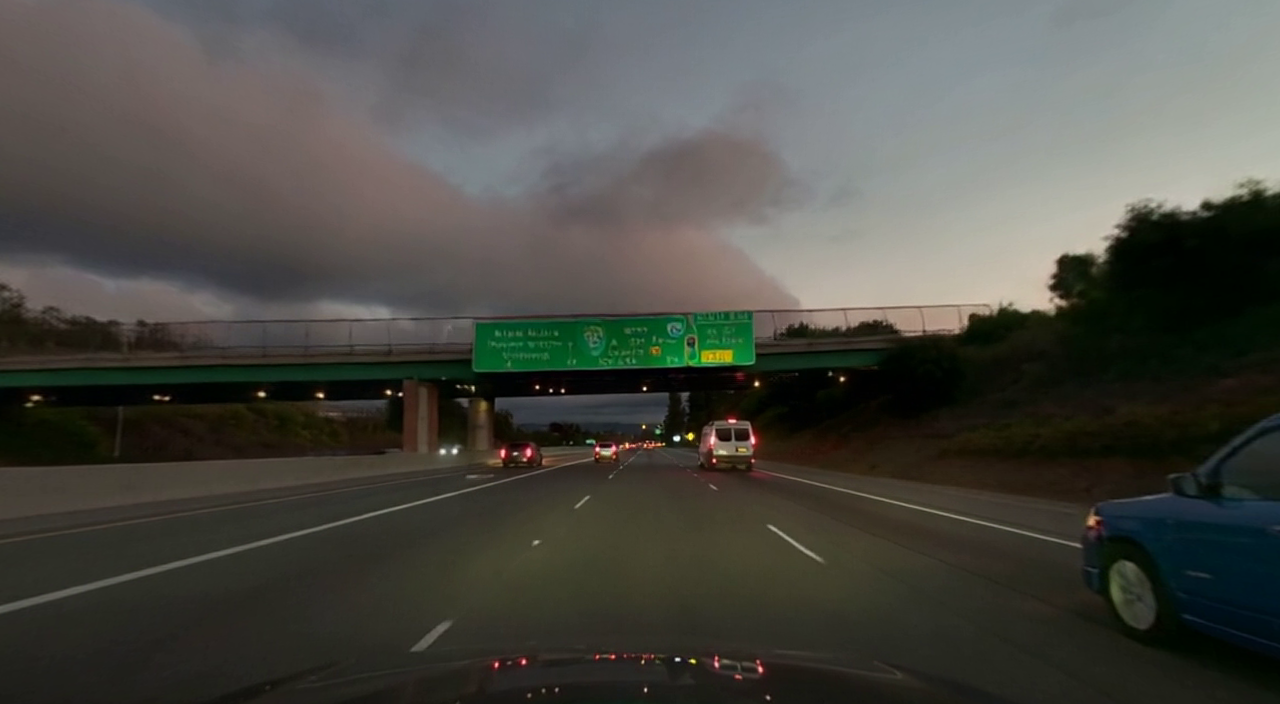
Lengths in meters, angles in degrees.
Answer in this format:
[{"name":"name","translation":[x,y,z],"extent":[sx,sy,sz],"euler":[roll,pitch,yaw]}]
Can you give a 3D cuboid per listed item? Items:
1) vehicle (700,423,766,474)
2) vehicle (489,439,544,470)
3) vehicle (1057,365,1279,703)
[{"name":"vehicle","translation":[4.381,4.669,30.614],"extent":[2.347,2.234,5.352],"euler":[0,-8,0]},{"name":"vehicle","translation":[-6.943,5.798,35.943],"extent":[2.068,1.632,4.623],"euler":[-1,-8,1]},{"name":"vehicle","translation":[4.173,0.808,2.391],"extent":[2.100,1.690,4.536],"euler":[0,-8,1]}]
